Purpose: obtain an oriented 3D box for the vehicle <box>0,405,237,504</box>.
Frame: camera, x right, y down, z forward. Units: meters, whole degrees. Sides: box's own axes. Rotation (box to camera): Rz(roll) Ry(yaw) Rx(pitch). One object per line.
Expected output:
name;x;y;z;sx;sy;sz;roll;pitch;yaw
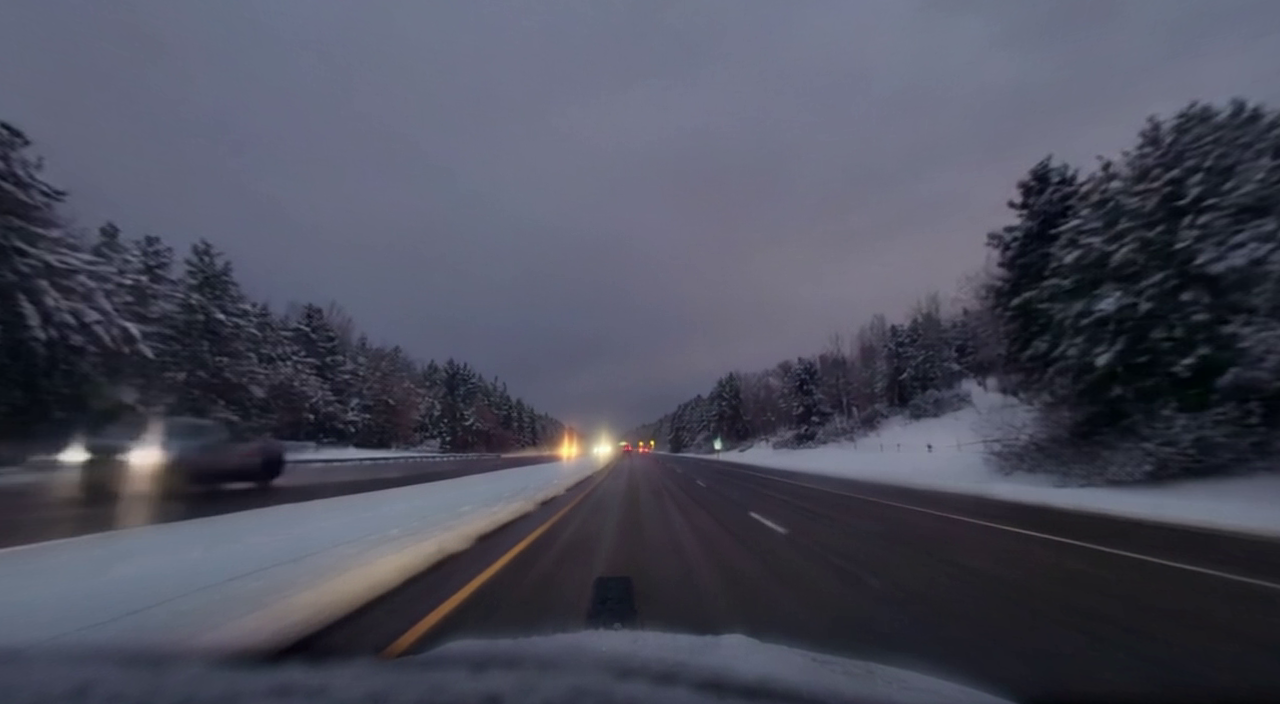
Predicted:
vehicle;-12.160;2.369;14.741;2.133;1.882;5.138;0;-9;-1
